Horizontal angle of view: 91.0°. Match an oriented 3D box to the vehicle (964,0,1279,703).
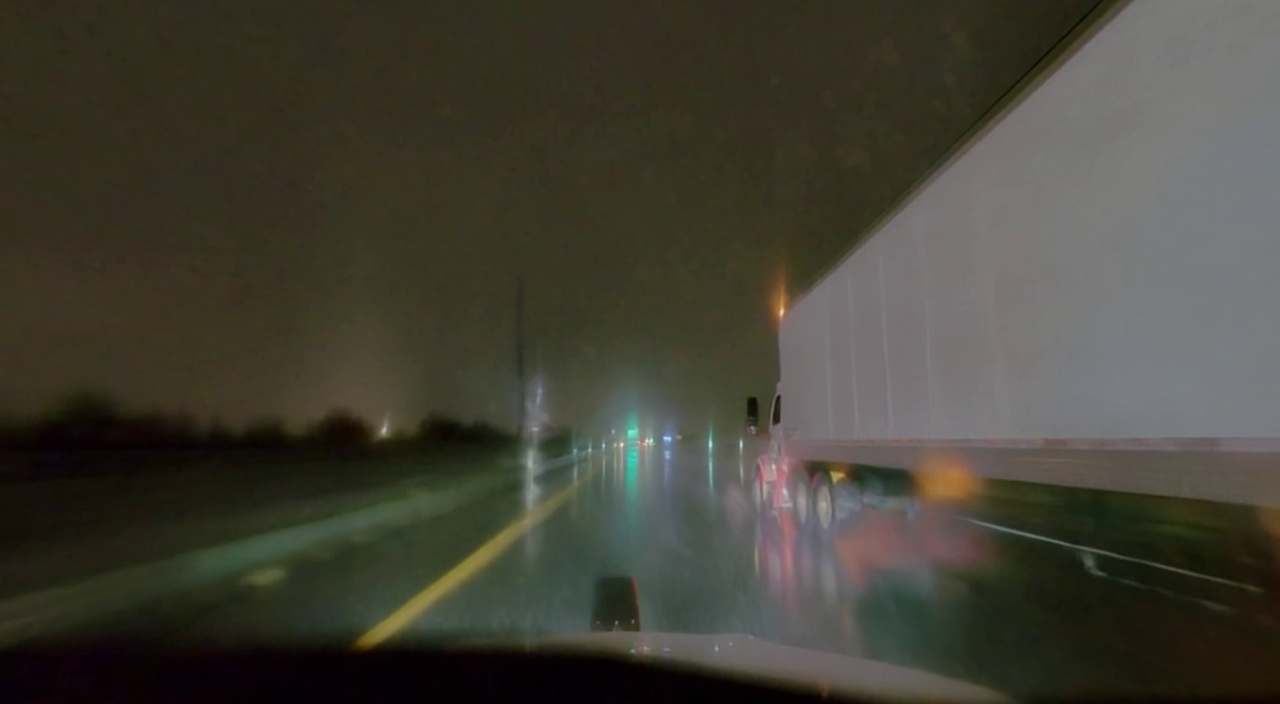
[{"bbox_3d":[3.458,-0.163,0.291,2.702,3.193,7.196,-1,-8,0],"label":"vehicle"}]
